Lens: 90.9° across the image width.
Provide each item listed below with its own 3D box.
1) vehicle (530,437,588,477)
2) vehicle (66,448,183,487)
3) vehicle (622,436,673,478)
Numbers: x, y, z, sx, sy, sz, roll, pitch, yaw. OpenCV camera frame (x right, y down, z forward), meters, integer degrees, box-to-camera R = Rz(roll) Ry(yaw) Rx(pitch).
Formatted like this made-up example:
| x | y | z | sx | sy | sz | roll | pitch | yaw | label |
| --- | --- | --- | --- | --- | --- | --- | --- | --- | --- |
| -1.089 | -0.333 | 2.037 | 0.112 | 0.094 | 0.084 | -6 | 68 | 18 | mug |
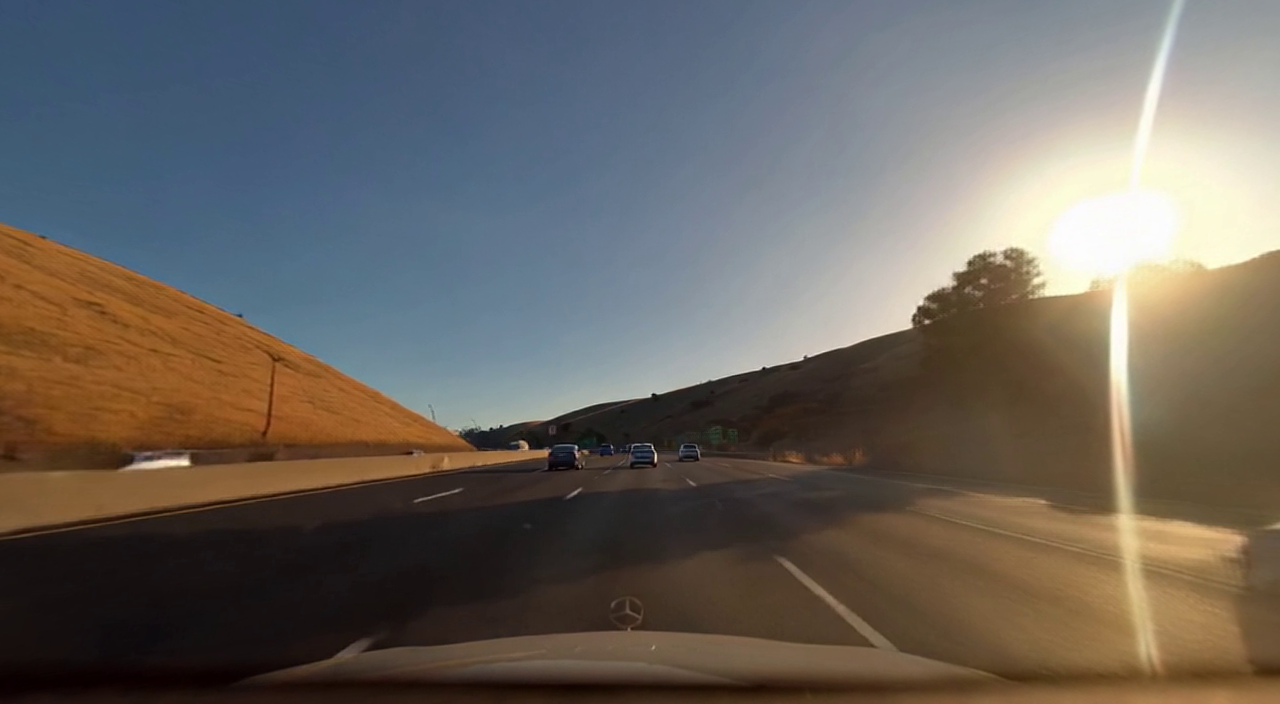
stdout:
| x | y | z | sx | sy | sz | roll | pitch | yaw | label |
| --- | --- | --- | --- | --- | --- | --- | --- | --- | --- |
| -3.654 | 4.831 | 29.249 | 2.076 | 1.690 | 4.113 | 0 | -8 | 1 | vehicle |
| -19.106 | 4.263 | 23.554 | 1.520 | 1.343 | 3.294 | 0 | -9 | 0 | vehicle |
| 0.312 | 4.599 | 27.875 | 2.086 | 1.685 | 4.206 | 0 | -8 | 0 | vehicle |
